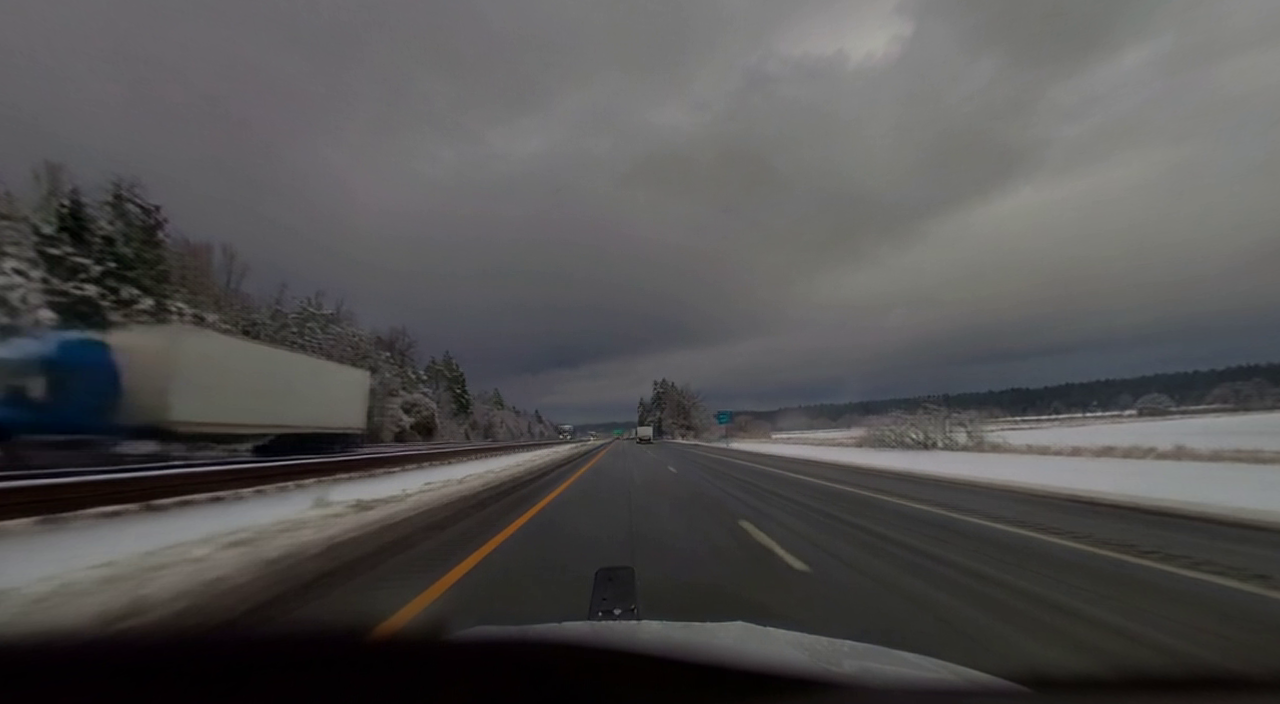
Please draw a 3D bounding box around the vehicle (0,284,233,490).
[{"bbox_3d":[-12.927,1.003,14.649,2.994,3.854,5.842,0,-8,-2],"label":"vehicle"}]
